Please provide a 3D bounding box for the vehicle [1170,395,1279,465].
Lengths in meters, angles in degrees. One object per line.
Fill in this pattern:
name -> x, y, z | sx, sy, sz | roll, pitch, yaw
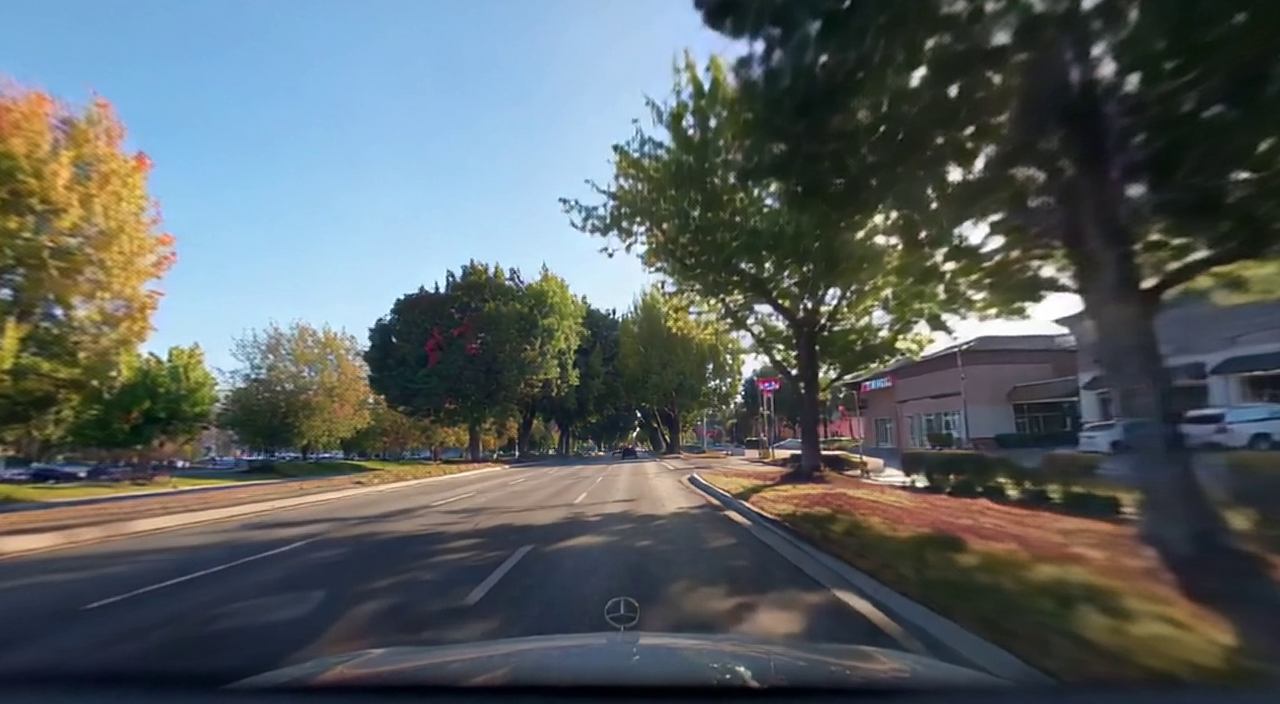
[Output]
vehicle -> 26.458, 3.198, 25.883 | 7.147, 2.712, 2.343 | 0, -8, 1

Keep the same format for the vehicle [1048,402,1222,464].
vehicle -> 26.304, 4.353, 33.810 | 6.937, 2.503, 2.325 | -6, -8, 2
